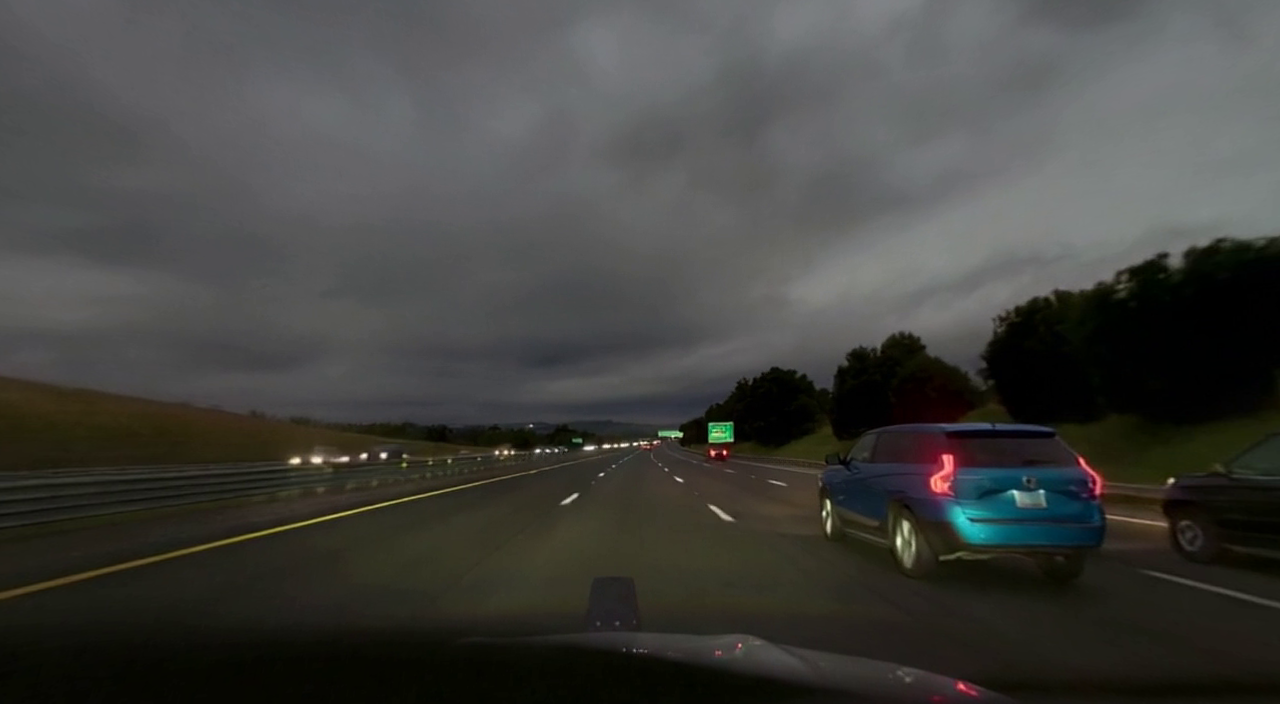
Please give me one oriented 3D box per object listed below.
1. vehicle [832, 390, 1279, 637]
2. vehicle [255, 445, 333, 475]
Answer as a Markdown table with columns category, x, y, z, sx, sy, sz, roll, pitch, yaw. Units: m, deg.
| category | x | y | z | sx | sy | sz | roll | pitch | yaw |
| --- | --- | --- | --- | --- | --- | --- | --- | --- | --- |
| vehicle | 3.607 | 1.462 | 6.593 | 1.784 | 1.733 | 4.141 | 0 | -9 | -1 |
| vehicle | -18.357 | 5.739 | 33.475 | 1.833 | 1.503 | 4.093 | 0 | -9 | 0 |
